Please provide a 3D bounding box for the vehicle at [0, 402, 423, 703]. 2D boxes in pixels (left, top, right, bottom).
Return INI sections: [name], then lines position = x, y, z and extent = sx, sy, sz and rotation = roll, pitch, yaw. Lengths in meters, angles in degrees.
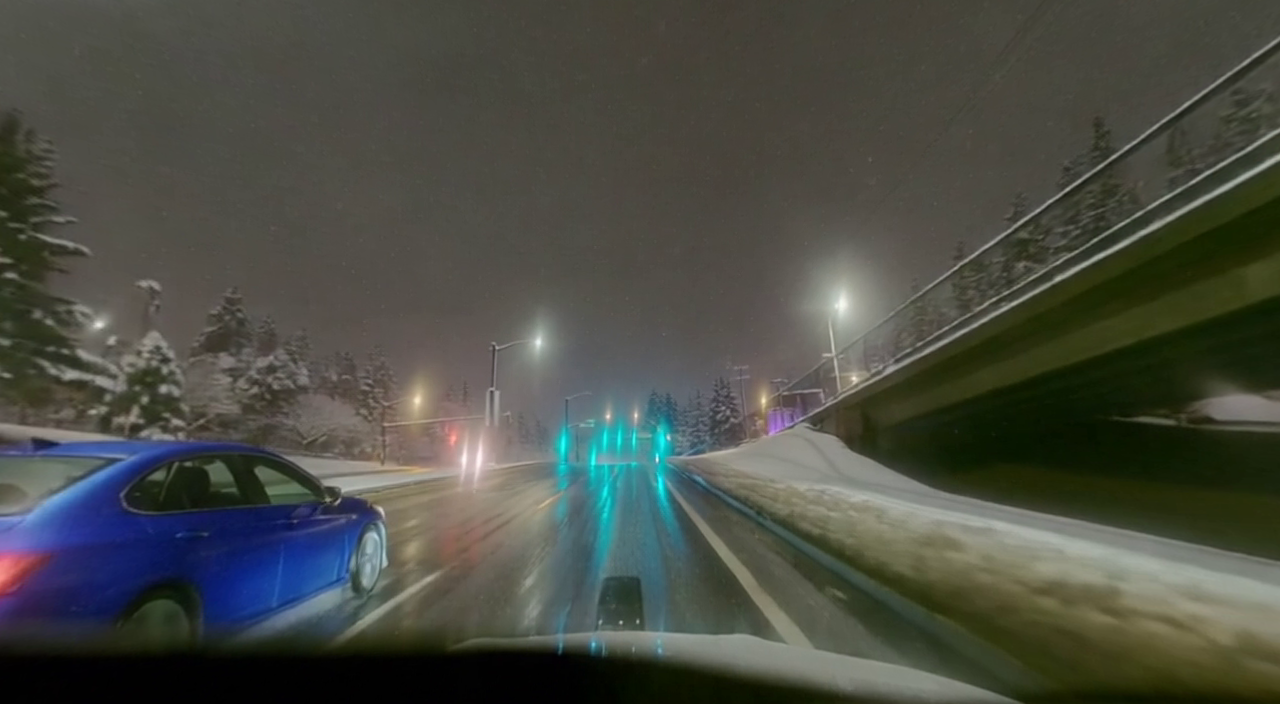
[vehicle]
position = -3.183, 1.214, 4.068
extent = 2.041, 1.470, 4.290
rotation = 0, -9, 0
